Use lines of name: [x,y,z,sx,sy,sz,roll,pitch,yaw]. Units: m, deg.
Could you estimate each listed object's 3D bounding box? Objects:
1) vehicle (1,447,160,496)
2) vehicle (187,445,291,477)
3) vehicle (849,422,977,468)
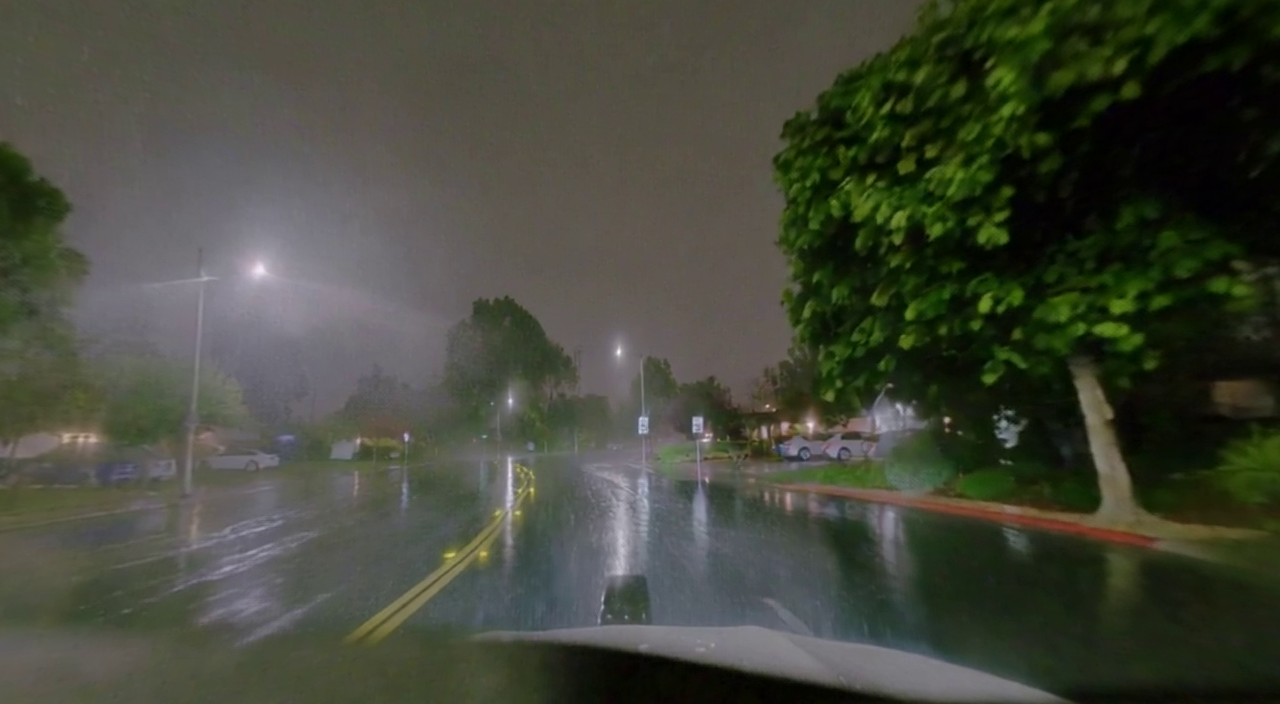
vehicle: [-21.146,4.487,24.006,3.899,1.729,2.064,1,-8,-7]
vehicle: [-24.845,6.740,39.232,4.879,1.854,2.265,2,-9,-15]
vehicle: [12.225,4.228,28.565,4.693,1.764,2.265,-4,-9,7]
